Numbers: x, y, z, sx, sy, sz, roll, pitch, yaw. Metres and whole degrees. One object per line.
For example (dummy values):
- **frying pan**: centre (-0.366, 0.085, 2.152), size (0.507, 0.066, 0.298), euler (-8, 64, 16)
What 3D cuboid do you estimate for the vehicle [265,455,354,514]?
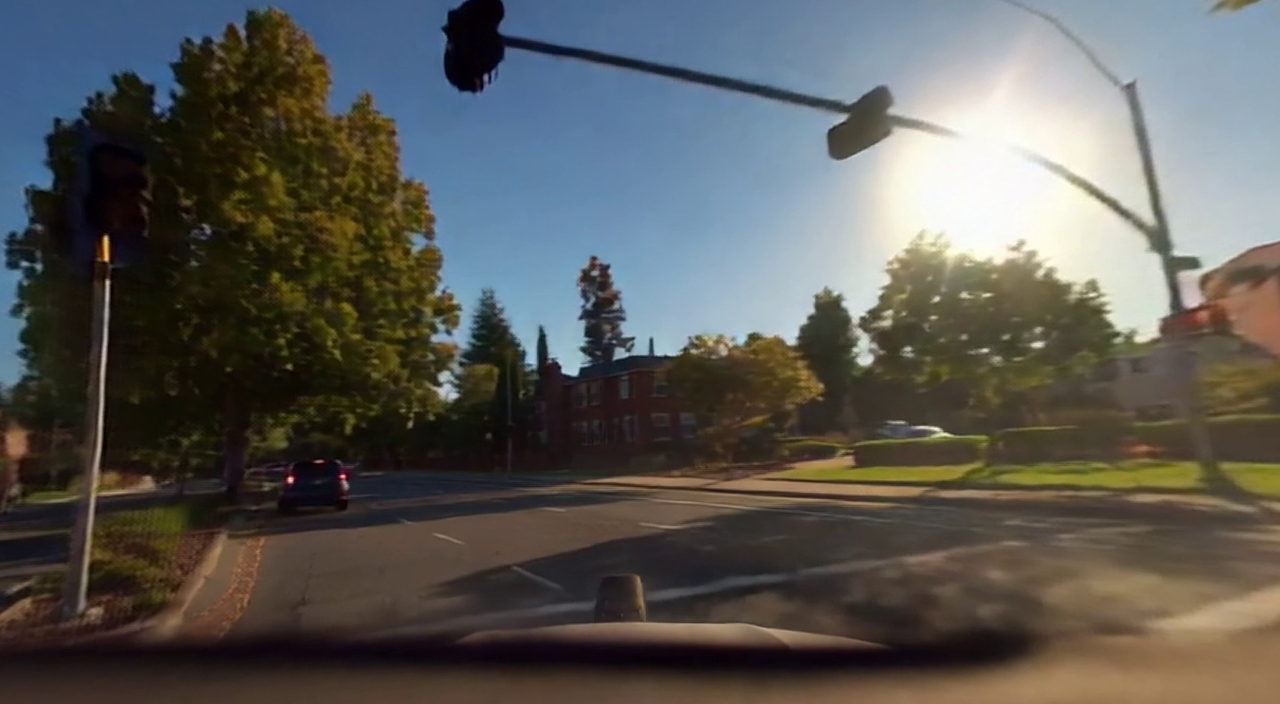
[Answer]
- **vehicle**: centre (-10.604, 4.099, 20.110), size (2.093, 1.591, 4.247), euler (5, -10, -31)

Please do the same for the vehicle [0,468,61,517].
- **vehicle**: centre (-28.460, 6.344, 28.722), size (2.043, 1.894, 4.603), euler (5, -10, -30)
